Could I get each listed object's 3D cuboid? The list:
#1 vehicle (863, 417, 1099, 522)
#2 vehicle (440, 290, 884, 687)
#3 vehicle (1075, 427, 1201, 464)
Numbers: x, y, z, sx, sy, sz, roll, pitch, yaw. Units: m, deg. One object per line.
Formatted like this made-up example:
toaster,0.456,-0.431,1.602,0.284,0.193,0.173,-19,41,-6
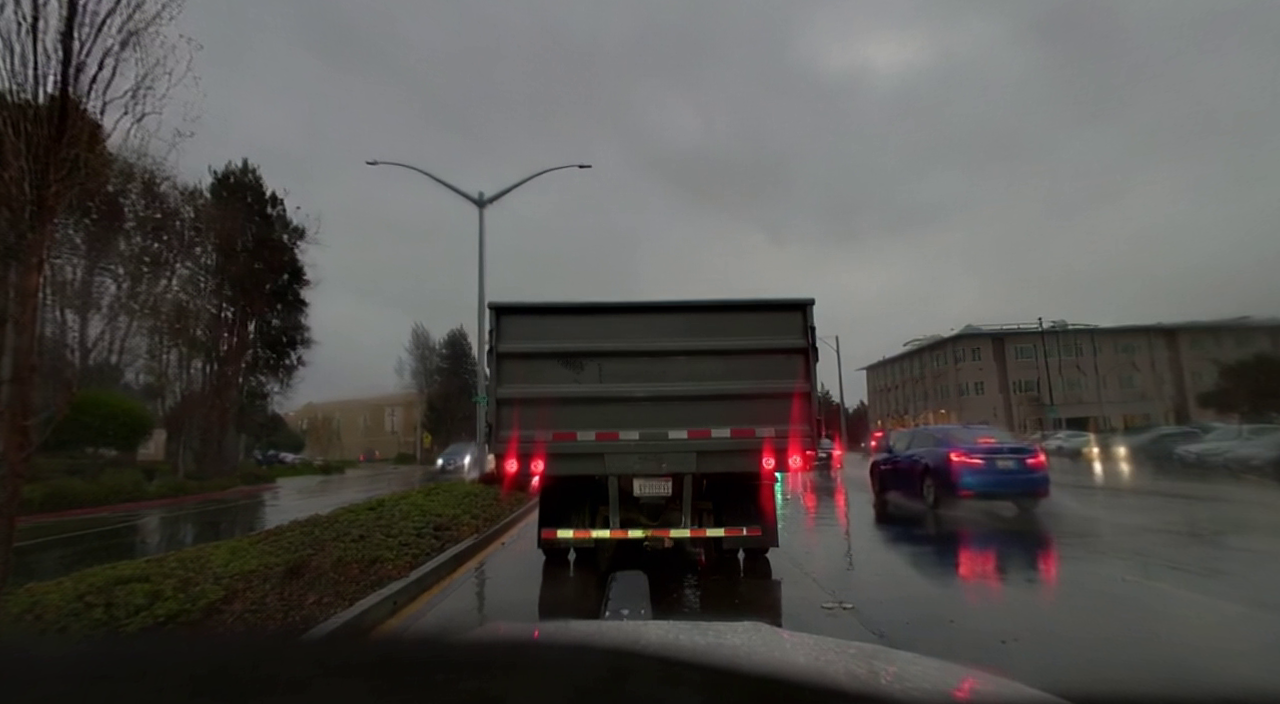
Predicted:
vehicle,6.905,2.438,13.659,2.363,1.825,4.989,-1,-8,1
vehicle,0.263,1.310,7.397,2.650,2.391,7.008,-1,-8,3
vehicle,23.150,4.373,29.438,4.171,1.614,1.894,-1,-8,1
